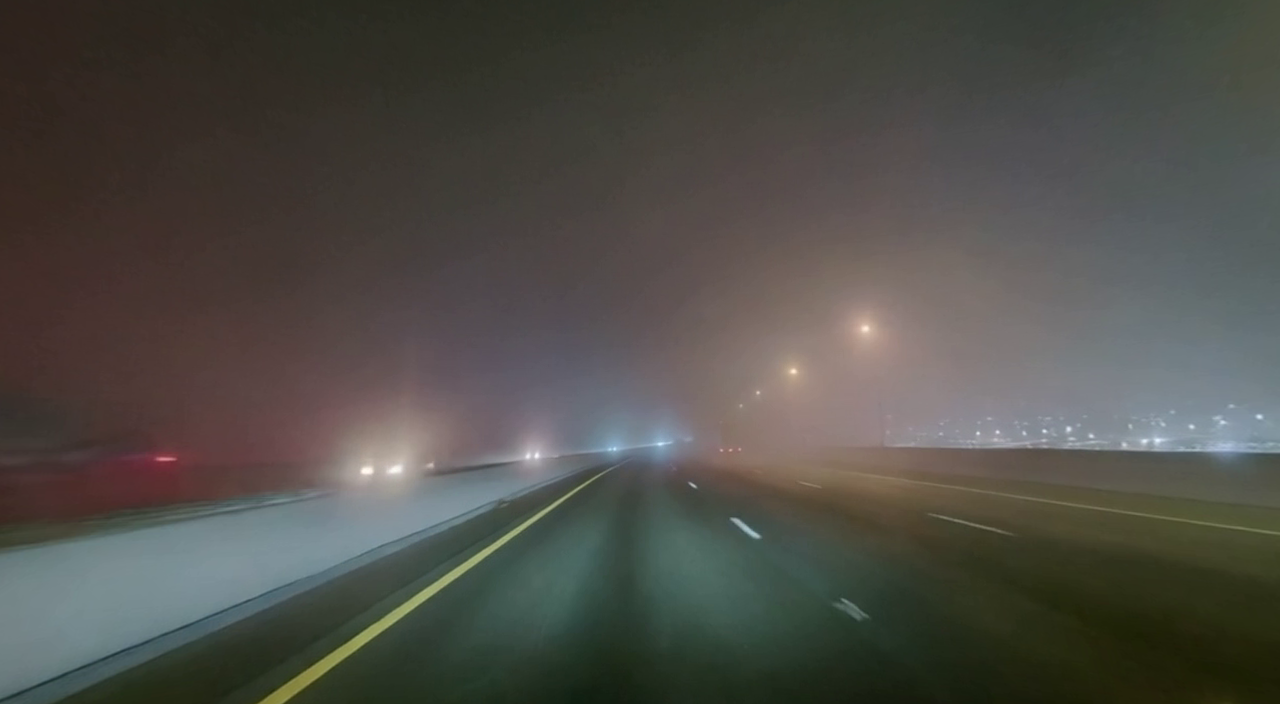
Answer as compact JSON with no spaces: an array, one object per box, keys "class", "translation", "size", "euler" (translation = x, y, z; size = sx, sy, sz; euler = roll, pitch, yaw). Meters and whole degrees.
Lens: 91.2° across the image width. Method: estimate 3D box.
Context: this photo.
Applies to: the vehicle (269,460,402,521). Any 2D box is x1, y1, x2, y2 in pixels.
[{"class":"vehicle","translation":[-8.960,4.060,18.920],"size":[1.847,1.504,4.231],"euler":[0,-9,0]}]
